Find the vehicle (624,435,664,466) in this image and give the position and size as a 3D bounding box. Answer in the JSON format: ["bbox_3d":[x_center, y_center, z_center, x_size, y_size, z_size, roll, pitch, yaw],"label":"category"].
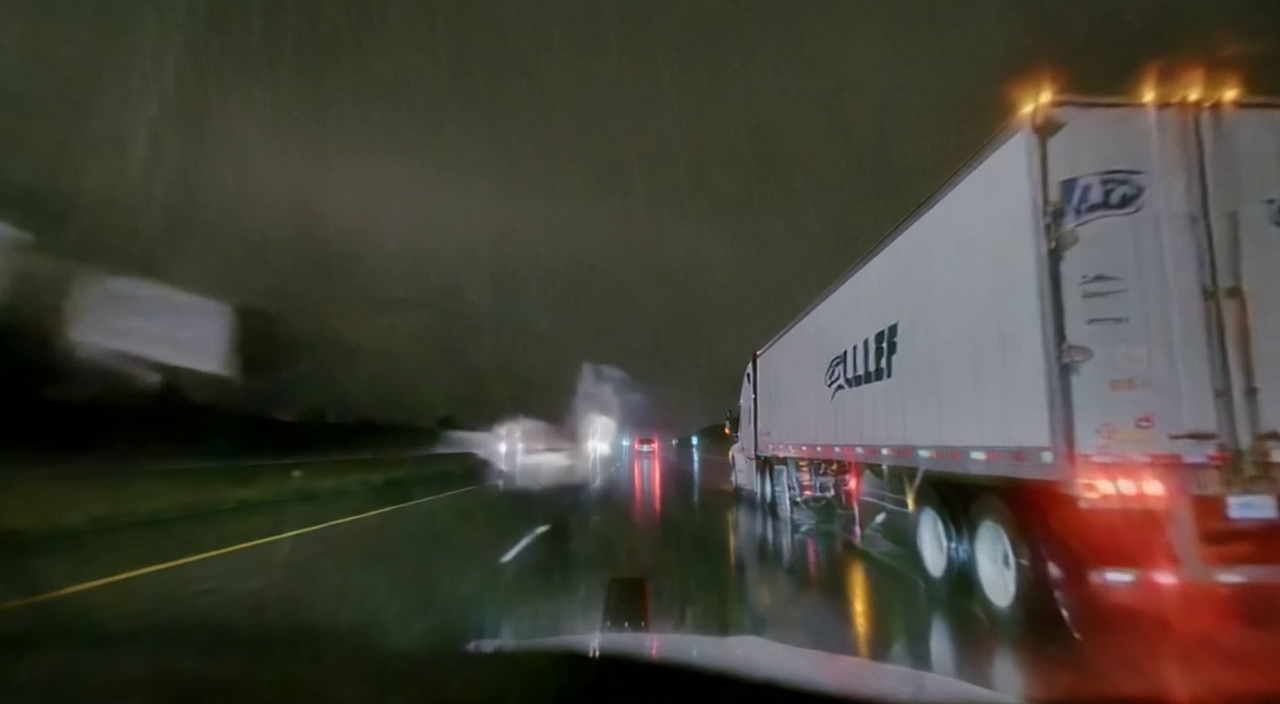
[{"bbox_3d":[0.228,5.619,35.942,2.111,1.635,4.177,0,-8,0],"label":"vehicle"}]
